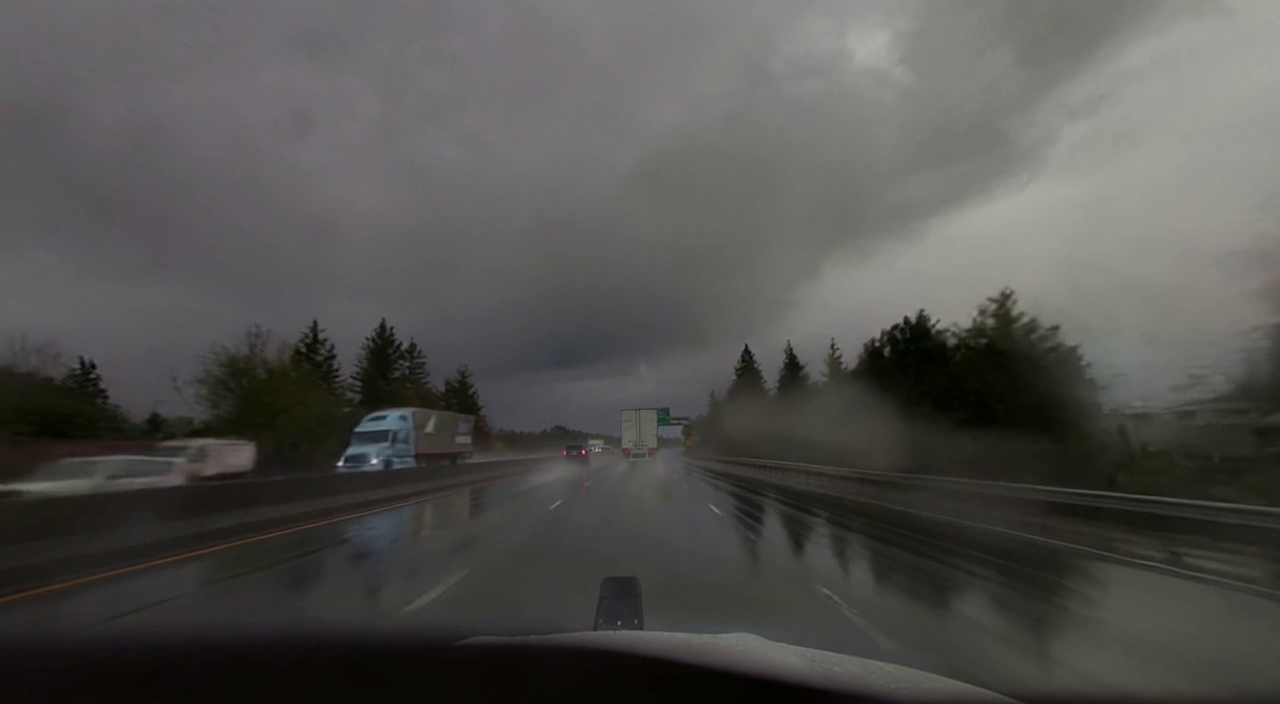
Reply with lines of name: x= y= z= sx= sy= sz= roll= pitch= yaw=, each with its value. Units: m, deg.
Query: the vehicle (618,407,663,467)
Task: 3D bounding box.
vehicle: x=-0.069 y=6.673 z=48.391 sx=3.100 sy=4.091 sz=10.664 roll=0 pitch=-9 yaw=-1

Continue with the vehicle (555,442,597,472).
vehicle: x=-3.716 y=6.220 z=37.202 sx=2.112 sy=1.645 sz=4.129 roll=0 pitch=-9 yaw=-1

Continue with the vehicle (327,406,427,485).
vehicle: x=-14.976 y=5.458 z=36.321 sx=2.966 sy=4.134 sz=6.321 roll=0 pitch=-9 yaw=0
